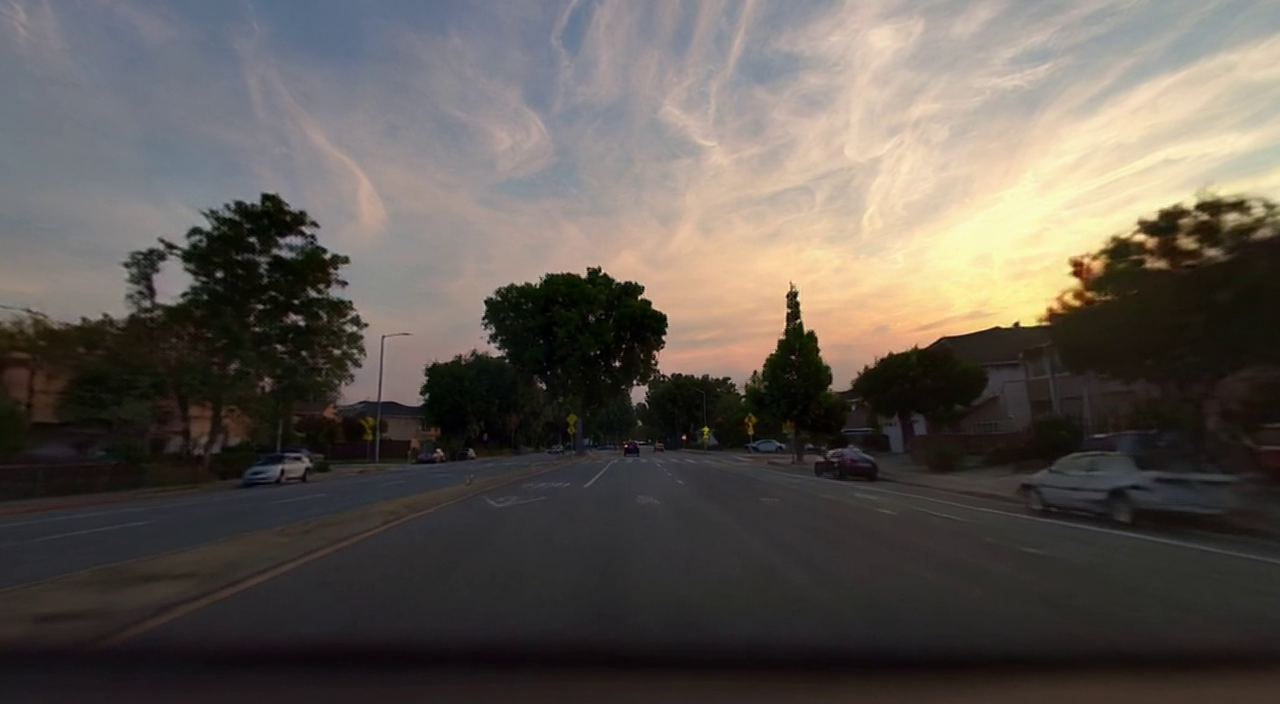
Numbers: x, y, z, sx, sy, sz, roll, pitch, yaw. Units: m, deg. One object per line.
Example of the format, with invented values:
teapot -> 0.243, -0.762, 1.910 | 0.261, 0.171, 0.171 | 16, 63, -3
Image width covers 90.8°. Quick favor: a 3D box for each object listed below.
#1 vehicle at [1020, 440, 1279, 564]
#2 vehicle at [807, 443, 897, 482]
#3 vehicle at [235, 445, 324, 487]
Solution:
vehicle -> 8.649, 2.148, 10.008 | 1.976, 1.462, 5.430 | 0, -8, 1
vehicle -> 8.639, 4.512, 26.242 | 1.925, 1.454, 4.493 | 0, -8, -4
vehicle -> -18.368, 5.801, 32.484 | 1.994, 1.874, 4.502 | -3, -8, -1
